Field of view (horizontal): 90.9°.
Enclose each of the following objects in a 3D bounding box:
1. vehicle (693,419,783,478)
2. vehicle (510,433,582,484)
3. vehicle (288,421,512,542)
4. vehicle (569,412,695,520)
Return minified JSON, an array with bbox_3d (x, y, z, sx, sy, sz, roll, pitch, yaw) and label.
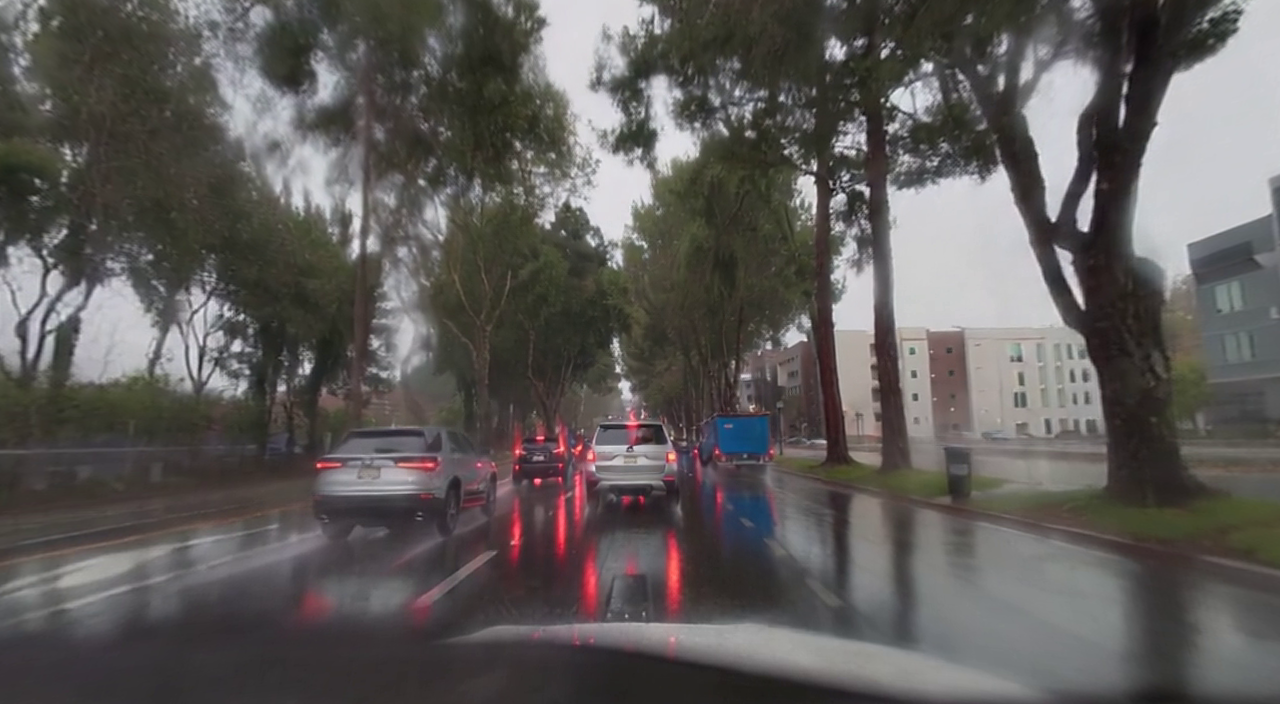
[{"bbox_3d":[3.706,3.844,25.332,2.655,2.054,6.098,0,-8,0],"label":"vehicle"},{"bbox_3d":[-3.224,3.744,22.484,1.894,1.642,3.861,0,-8,1],"label":"vehicle"},{"bbox_3d":[-3.741,2.101,10.929,1.959,1.614,4.676,0,-8,1],"label":"vehicle"},{"bbox_3d":[-0.111,2.181,12.483,2.075,1.770,4.018,0,-8,1],"label":"vehicle"}]
